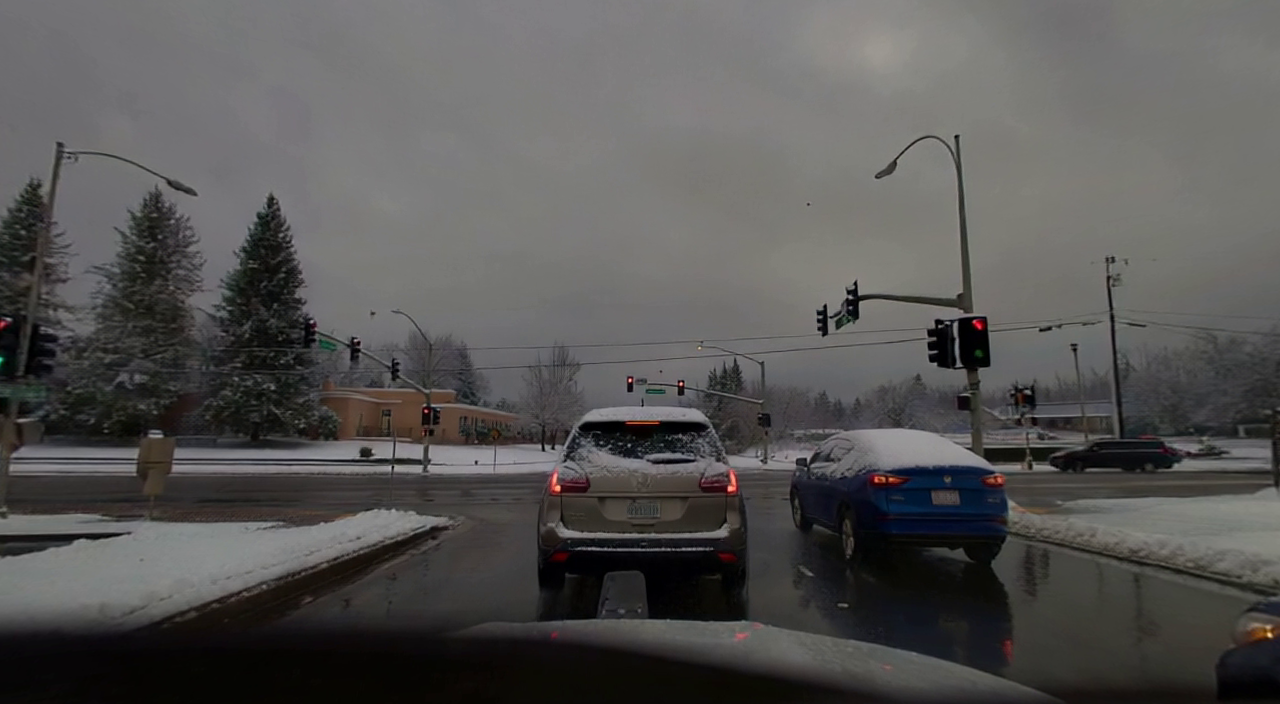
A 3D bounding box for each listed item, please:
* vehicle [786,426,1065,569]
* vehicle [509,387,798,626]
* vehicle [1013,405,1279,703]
[{"bbox_3d":[3.526,1.860,8.866,1.861,1.495,4.215,0,-8,-1],"label":"vehicle"},{"bbox_3d":[0.103,1.494,7.075,2.170,1.793,4.468,0,-8,0],"label":"vehicle"},{"bbox_3d":[3.155,0.815,1.439,1.924,1.466,4.461,0,-8,1],"label":"vehicle"}]
